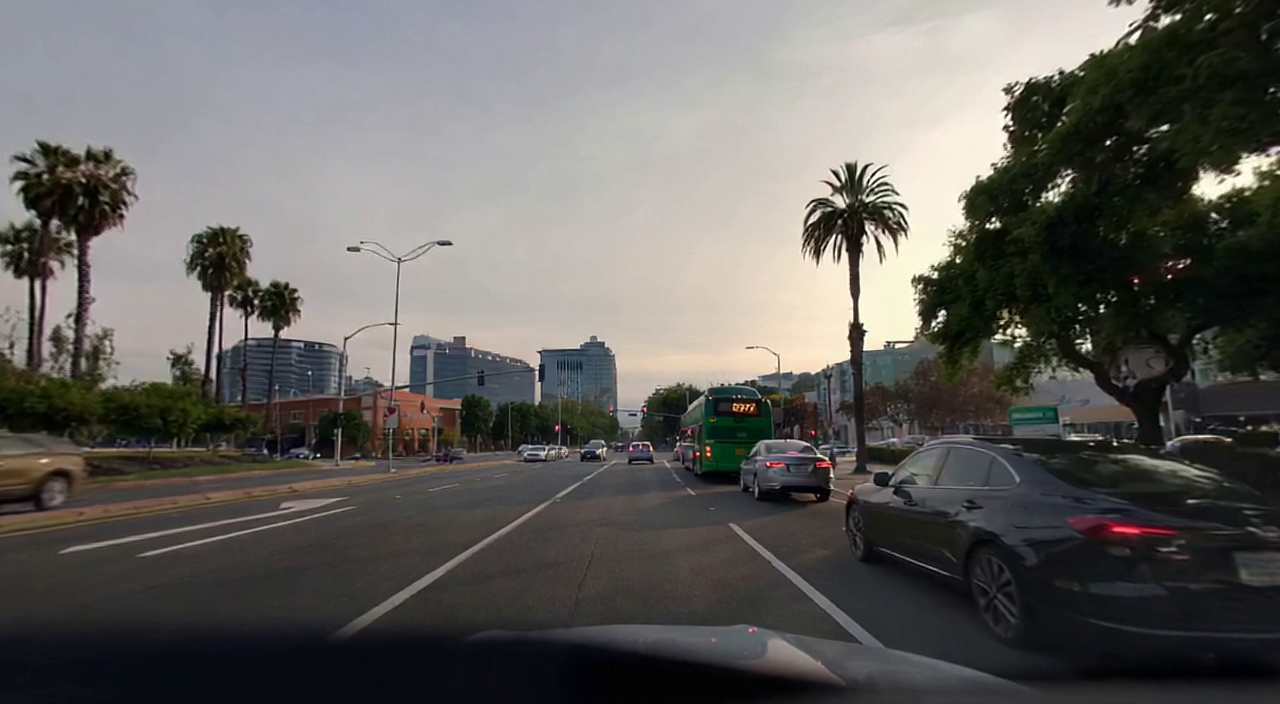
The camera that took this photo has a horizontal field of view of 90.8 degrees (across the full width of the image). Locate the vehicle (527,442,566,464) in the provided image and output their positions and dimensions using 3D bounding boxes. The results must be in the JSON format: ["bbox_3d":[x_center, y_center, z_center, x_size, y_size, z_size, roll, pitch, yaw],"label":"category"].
[{"bbox_3d":[-6.735,7.324,46.094,1.927,1.480,4.832,-1,-9,2],"label":"vehicle"}]

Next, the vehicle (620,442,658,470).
[{"bbox_3d":[0.007,5.923,36.236,2.060,1.499,3.831,0,-9,1],"label":"vehicle"}]

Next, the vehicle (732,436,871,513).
[{"bbox_3d":[3.600,2.835,15.203,1.965,1.519,5.078,0,-9,-1],"label":"vehicle"}]

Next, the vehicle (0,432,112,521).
[{"bbox_3d":[-13.723,2.510,12.827,2.101,1.740,4.543,0,-9,-2],"label":"vehicle"}]

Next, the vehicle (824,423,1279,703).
[{"bbox_3d":[3.343,1.454,5.529,2.063,1.483,4.620,0,-9,0],"label":"vehicle"}]

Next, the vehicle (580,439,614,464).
[{"bbox_3d":[-3.111,7.256,46.120,2.020,1.721,4.366,0,-9,2],"label":"vehicle"}]

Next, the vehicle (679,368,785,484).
[{"bbox_3d":[3.596,3.561,28.728,2.970,4.015,13.606,0,-9,1],"label":"vehicle"}]
